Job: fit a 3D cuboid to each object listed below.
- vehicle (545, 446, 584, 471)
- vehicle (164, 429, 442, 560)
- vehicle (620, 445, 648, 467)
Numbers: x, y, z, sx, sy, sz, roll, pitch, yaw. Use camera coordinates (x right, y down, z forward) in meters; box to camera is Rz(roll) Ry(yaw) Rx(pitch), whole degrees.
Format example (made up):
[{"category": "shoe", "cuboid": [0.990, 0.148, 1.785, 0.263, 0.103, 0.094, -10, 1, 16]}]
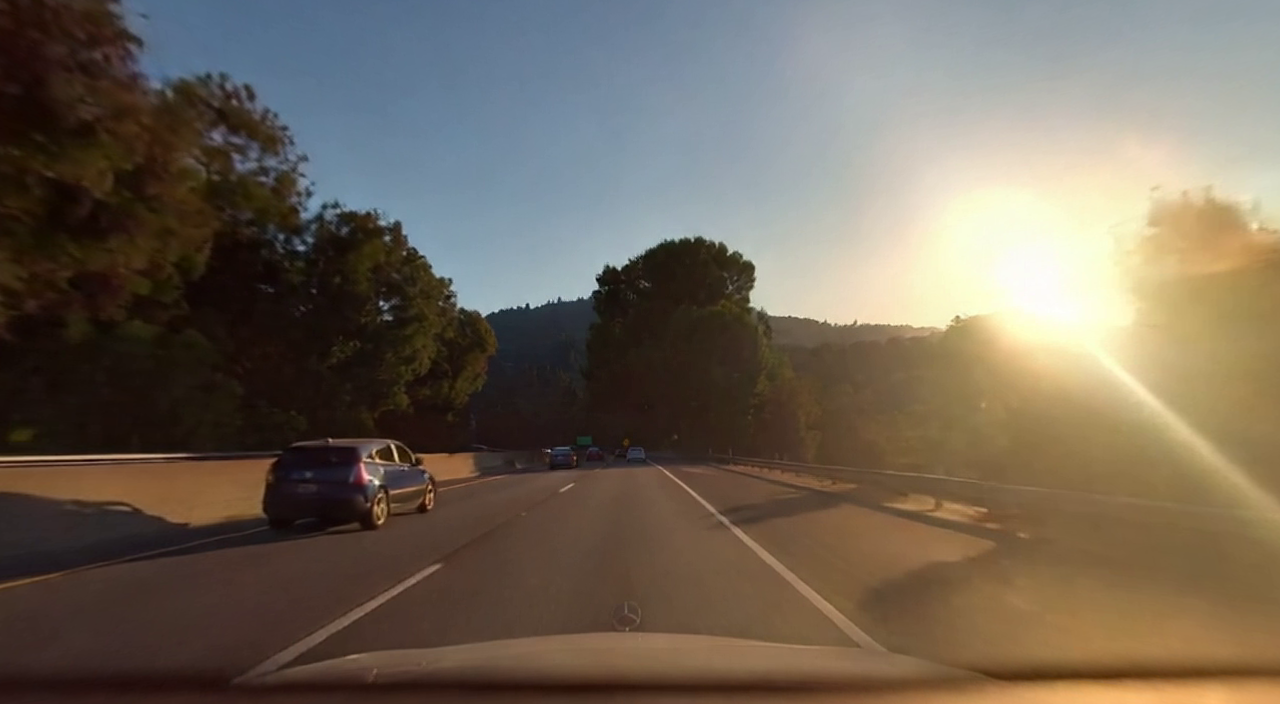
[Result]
[{"category": "vehicle", "cuboid": [-4.818, 6.847, 40.854, 2.052, 1.468, 4.390, 0, -9, 0]}, {"category": "vehicle", "cuboid": [-4.636, 2.001, 9.608, 1.838, 1.508, 4.317, 0, -9, 0]}, {"category": "vehicle", "cuboid": [-0.496, 8.177, 49.610, 2.070, 1.603, 4.806, 1, -9, -1]}]
